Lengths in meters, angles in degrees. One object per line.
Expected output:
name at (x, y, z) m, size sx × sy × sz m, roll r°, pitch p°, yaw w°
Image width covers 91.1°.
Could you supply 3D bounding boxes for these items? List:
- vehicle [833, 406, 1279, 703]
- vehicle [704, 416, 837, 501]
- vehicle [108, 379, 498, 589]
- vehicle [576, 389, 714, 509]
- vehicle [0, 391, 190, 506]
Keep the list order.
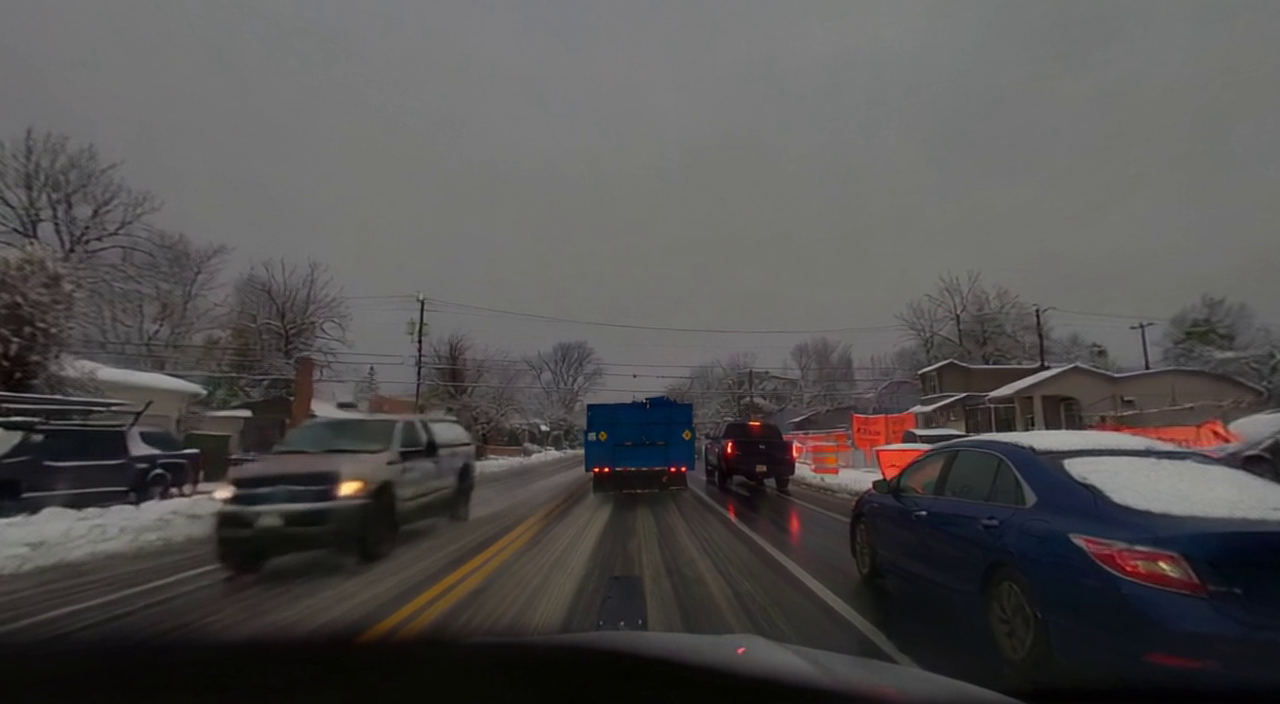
vehicle at (3.147, 1.286, 4.700) m, size 2.010 × 1.499 × 4.481 m, roll 0°, pitch -8°, yaw 0°
vehicle at (3.357, 2.920, 17.657) m, size 2.486 × 1.993 × 5.667 m, roll 0°, pitch -8°, yaw 0°
vehicle at (-3.897, 1.684, 8.982) m, size 2.306 × 2.005 × 5.773 m, roll 0°, pitch -8°, yaw 1°
vehicle at (0.147, 2.404, 15.816) m, size 2.751 × 2.361 × 6.347 m, roll 1°, pitch -9°, yaw 1°
vehicle at (-13.448, 2.160, 14.162) m, size 2.475 × 2.157 × 5.567 m, roll 0°, pitch -8°, yaw -1°
